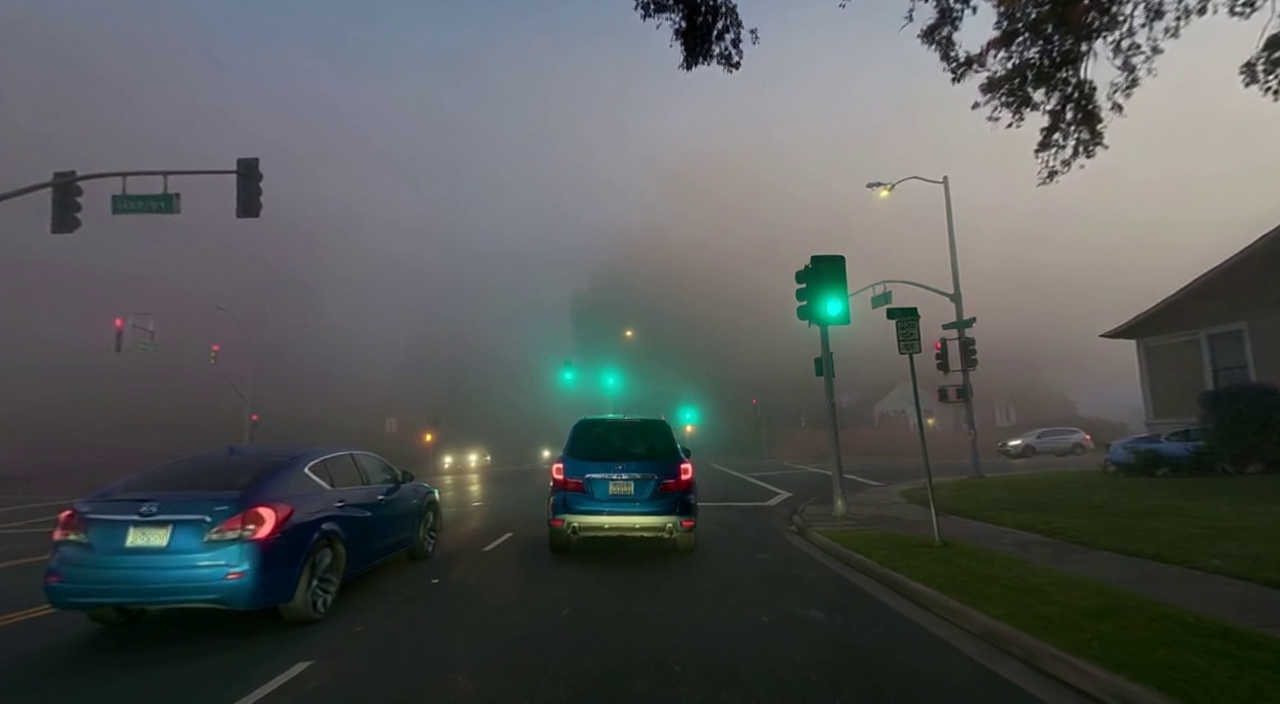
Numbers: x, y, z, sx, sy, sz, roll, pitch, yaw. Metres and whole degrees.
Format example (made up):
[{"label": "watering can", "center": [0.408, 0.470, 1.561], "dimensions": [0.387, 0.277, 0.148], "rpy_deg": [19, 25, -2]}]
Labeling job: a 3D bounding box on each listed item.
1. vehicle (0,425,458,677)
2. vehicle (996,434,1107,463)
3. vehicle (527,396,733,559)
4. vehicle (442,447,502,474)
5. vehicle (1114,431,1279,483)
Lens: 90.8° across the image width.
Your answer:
[{"label": "vehicle", "center": [-3.331, 1.495, 5.954], "dimensions": [1.934, 1.459, 4.368], "rpy_deg": [0, -8, 0]}, {"label": "vehicle", "center": [21.362, 5.023, 32.995], "dimensions": [4.353, 1.431, 1.876], "rpy_deg": [-2, -9, 14]}, {"label": "vehicle", "center": [-0.180, 1.801, 9.762], "dimensions": [2.396, 1.881, 4.606], "rpy_deg": [0, -8, -2]}, {"label": "vehicle", "center": [-9.615, 6.243, 36.602], "dimensions": [2.028, 1.474, 4.637], "rpy_deg": [-1, -8, 3]}, {"label": "vehicle", "center": [17.236, 3.081, 18.654], "dimensions": [4.715, 1.439, 1.874], "rpy_deg": [-2, -9, 14]}]
